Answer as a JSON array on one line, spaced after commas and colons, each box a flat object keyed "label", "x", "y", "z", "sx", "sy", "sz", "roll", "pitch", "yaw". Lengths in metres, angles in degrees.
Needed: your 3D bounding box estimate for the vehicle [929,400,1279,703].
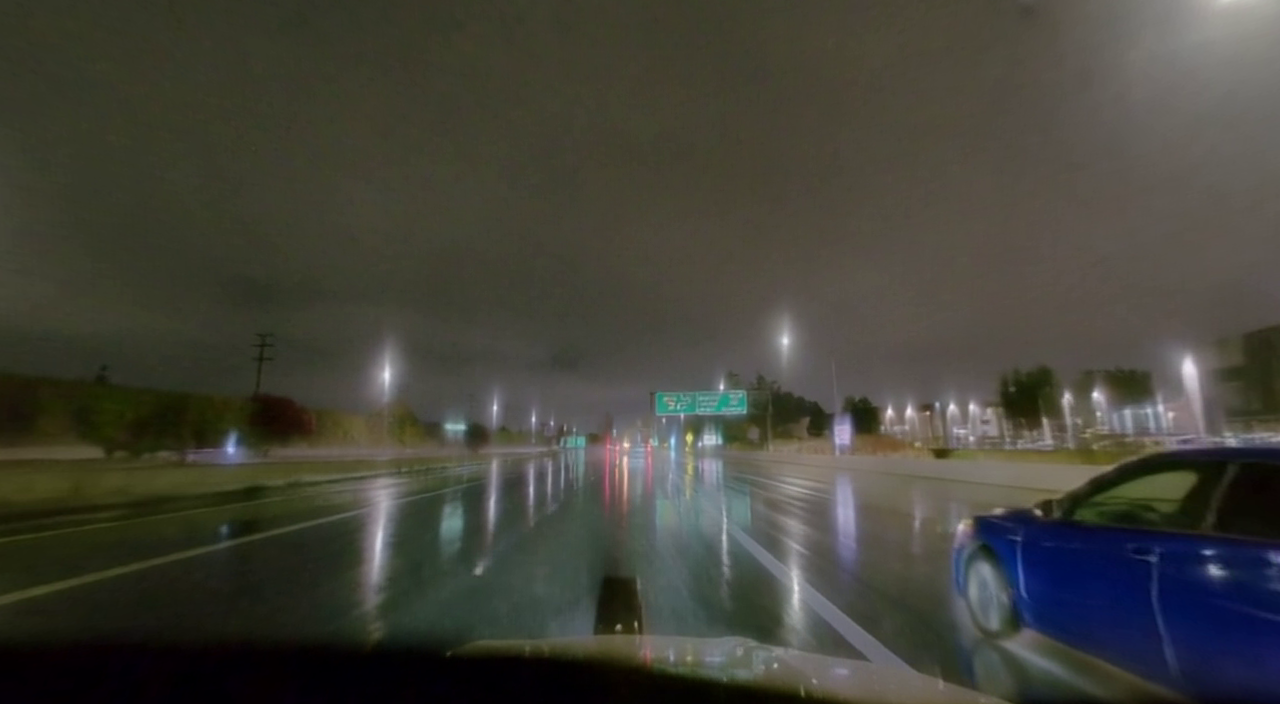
[{"label": "vehicle", "x": 3.380, "y": 0.984, "z": 2.754, "sx": 1.989, "sy": 1.479, "sz": 4.670, "roll": 0, "pitch": -9, "yaw": 0}]
